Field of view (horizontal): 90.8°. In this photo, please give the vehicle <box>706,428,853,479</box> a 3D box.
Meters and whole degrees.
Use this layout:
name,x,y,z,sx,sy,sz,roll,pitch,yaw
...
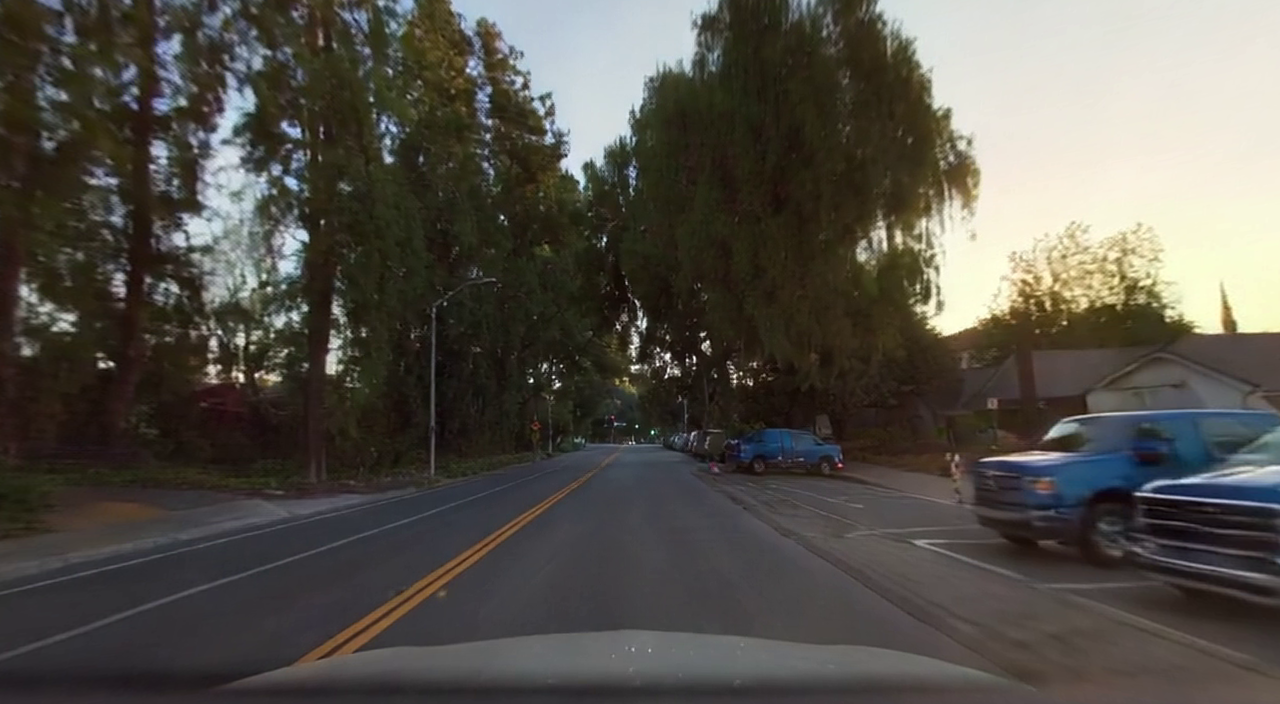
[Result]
name,x,y,z,sx,sy,sz,roll,pitch,yaw
vehicle,5.944,4.419,27.682,5.797,2.070,2.502,0,-8,-1

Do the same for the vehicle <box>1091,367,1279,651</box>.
name,x,y,z,sx,sy,sz,roll,pitch,yaw
vehicle,6.712,1.130,4.824,4.937,1.879,2.156,0,-8,-4
